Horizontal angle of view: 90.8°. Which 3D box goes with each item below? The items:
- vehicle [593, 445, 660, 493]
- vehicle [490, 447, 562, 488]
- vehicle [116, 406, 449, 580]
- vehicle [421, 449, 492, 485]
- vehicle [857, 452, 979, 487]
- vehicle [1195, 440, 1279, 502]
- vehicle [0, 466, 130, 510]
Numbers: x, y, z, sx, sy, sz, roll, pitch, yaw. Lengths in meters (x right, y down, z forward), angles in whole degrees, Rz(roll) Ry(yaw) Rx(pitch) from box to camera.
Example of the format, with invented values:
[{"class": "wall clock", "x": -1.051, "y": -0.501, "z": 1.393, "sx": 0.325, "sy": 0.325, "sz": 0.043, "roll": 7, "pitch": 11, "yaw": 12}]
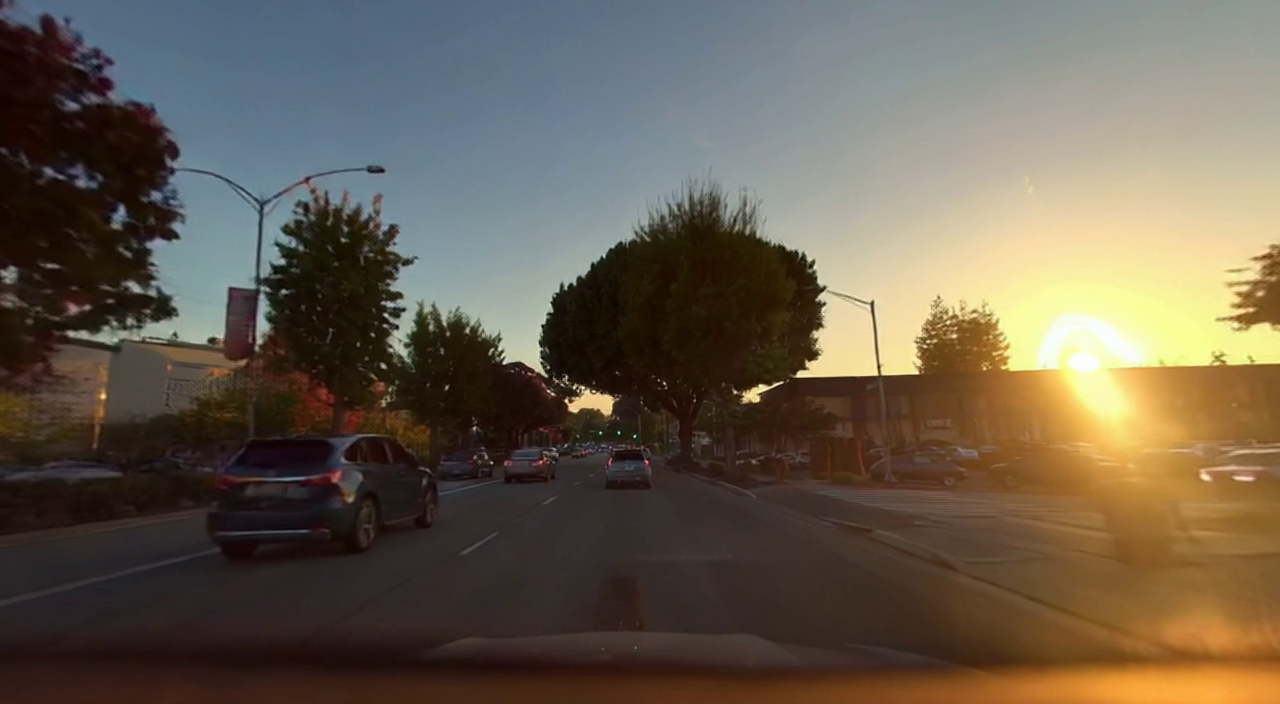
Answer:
[{"class": "vehicle", "x": -0.458, "y": 3.932, "z": 21.535, "sx": 2.061, "sy": 1.469, "sz": 3.954, "roll": 0, "pitch": -9, "yaw": -2}, {"class": "vehicle", "x": -4.483, "y": 4.599, "z": 25.588, "sx": 1.973, "sy": 1.456, "sz": 4.850, "roll": 0, "pitch": -9, "yaw": 0}, {"class": "vehicle", "x": -4.432, "y": 1.820, "z": 8.908, "sx": 2.096, "sy": 1.807, "sz": 4.413, "roll": 0, "pitch": -9, "yaw": 0}, {"class": "vehicle", "x": -8.170, "y": 5.156, "z": 28.564, "sx": 2.009, "sy": 1.470, "sz": 4.179, "roll": 0, "pitch": -9, "yaw": -1}, {"class": "vehicle", "x": 13.420, "y": 5.683, "z": 30.790, "sx": 4.877, "sy": 1.603, "sz": 2.197, "roll": 0, "pitch": -9, "yaw": 3}, {"class": "vehicle", "x": 17.242, "y": 3.262, "z": 17.614, "sx": 4.619, "sy": 1.523, "sz": 1.873, "roll": 8, "pitch": -11, "yaw": -40}, {"class": "vehicle", "x": -23.884, "y": 5.513, "z": 25.944, "sx": 1.960, "sy": 1.478, "sz": 4.732, "roll": 0, "pitch": -9, "yaw": -1}]
